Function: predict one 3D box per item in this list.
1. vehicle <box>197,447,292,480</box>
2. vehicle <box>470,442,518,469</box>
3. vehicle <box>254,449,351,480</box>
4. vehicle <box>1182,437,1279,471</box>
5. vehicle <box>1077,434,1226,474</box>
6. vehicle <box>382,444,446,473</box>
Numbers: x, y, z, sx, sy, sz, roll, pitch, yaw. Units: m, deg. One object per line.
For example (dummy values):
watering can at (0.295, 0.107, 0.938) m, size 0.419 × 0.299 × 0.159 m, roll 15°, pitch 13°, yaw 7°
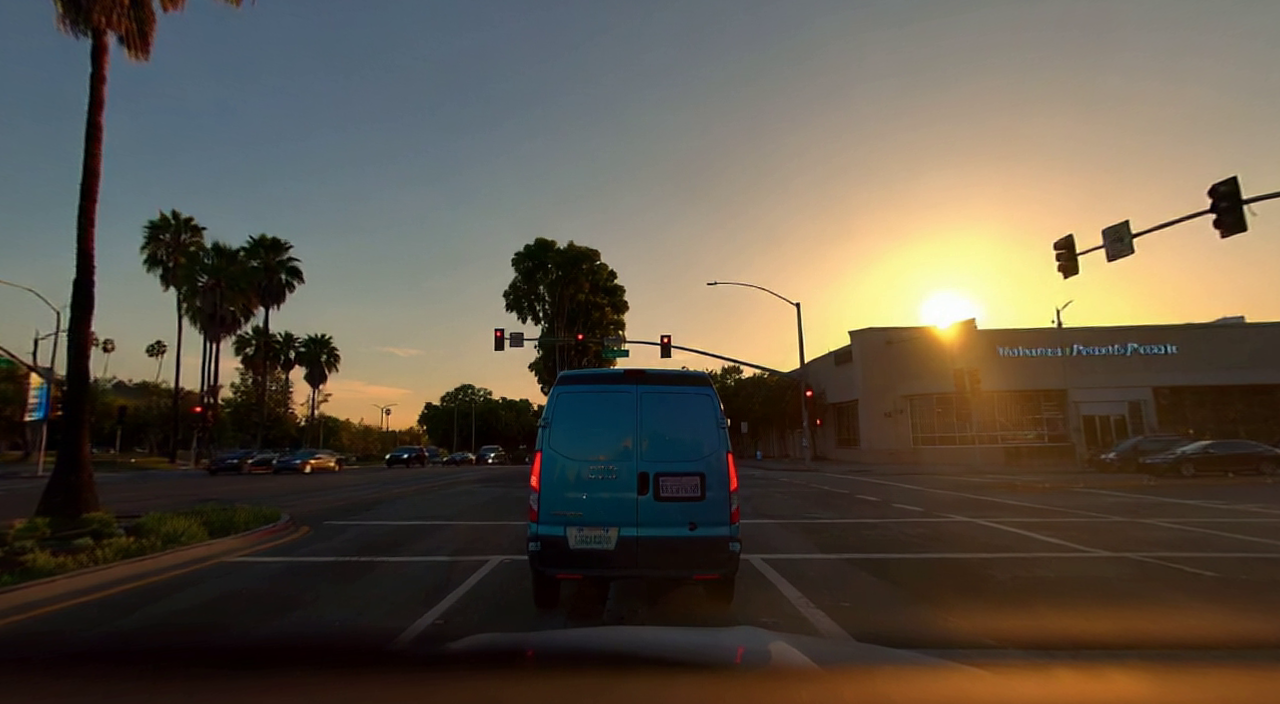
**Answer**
vehicle at (-21.169, 5.971, 34.093) m, size 2.107 × 1.642 × 4.561 m, roll 0°, pitch -9°, yaw 1°
vehicle at (-9.702, 6.900, 42.393) m, size 2.074 × 1.681 × 4.417 m, roll 0°, pitch -9°, yaw 1°
vehicle at (-17.510, 5.833, 33.131) m, size 2.221 × 1.449 × 5.092 m, roll 0°, pitch -9°, yaw 1°
vehicle at (27.404, 4.597, 28.489) m, size 4.625 × 1.451 × 1.801 m, roll 1°, pitch -9°, yaw -9°
vehicle at (22.243, 4.444, 27.635) m, size 4.533 × 1.676 × 2.236 m, roll 0°, pitch -9°, yaw -1°
vehicle at (-13.782, 6.519, 38.931) m, size 2.074 × 1.671 × 4.755 m, roll 0°, pitch -9°, yaw 2°
